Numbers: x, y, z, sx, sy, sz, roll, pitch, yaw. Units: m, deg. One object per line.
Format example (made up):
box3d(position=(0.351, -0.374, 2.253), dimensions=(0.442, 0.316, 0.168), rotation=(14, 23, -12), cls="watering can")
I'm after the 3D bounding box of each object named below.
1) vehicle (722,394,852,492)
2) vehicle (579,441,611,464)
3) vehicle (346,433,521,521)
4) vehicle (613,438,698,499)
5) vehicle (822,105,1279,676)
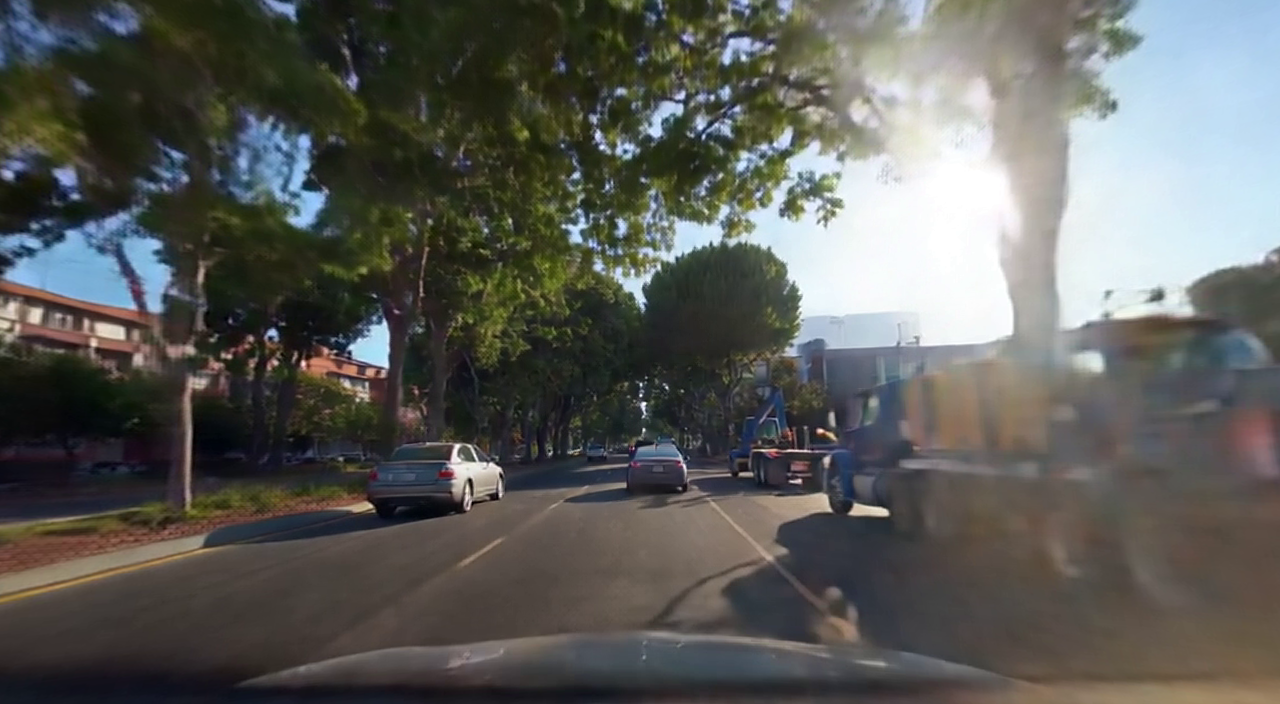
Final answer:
box3d(position=(5.533, 3.685, 25.691), dimensions=(3.089, 3.258, 8.841), rotation=(0, -8, 0), cls="vehicle")
box3d(position=(-3.472, 7.789, 48.971), dimensions=(2.062, 1.641, 4.193), rotation=(0, -8, 2), cls="vehicle")
box3d(position=(-4.064, 2.540, 13.415), dimensions=(2.003, 1.507, 4.808), rotation=(0, -8, 1), cls="vehicle")
box3d(position=(0.386, 3.164, 17.527), dimensions=(2.086, 1.466, 4.026), rotation=(0, -8, 0), cls="vehicle")
box3d(position=(5.595, 0.966, 8.958), dimensions=(2.867, 3.600, 11.047), rotation=(0, -8, 1), cls="vehicle")
